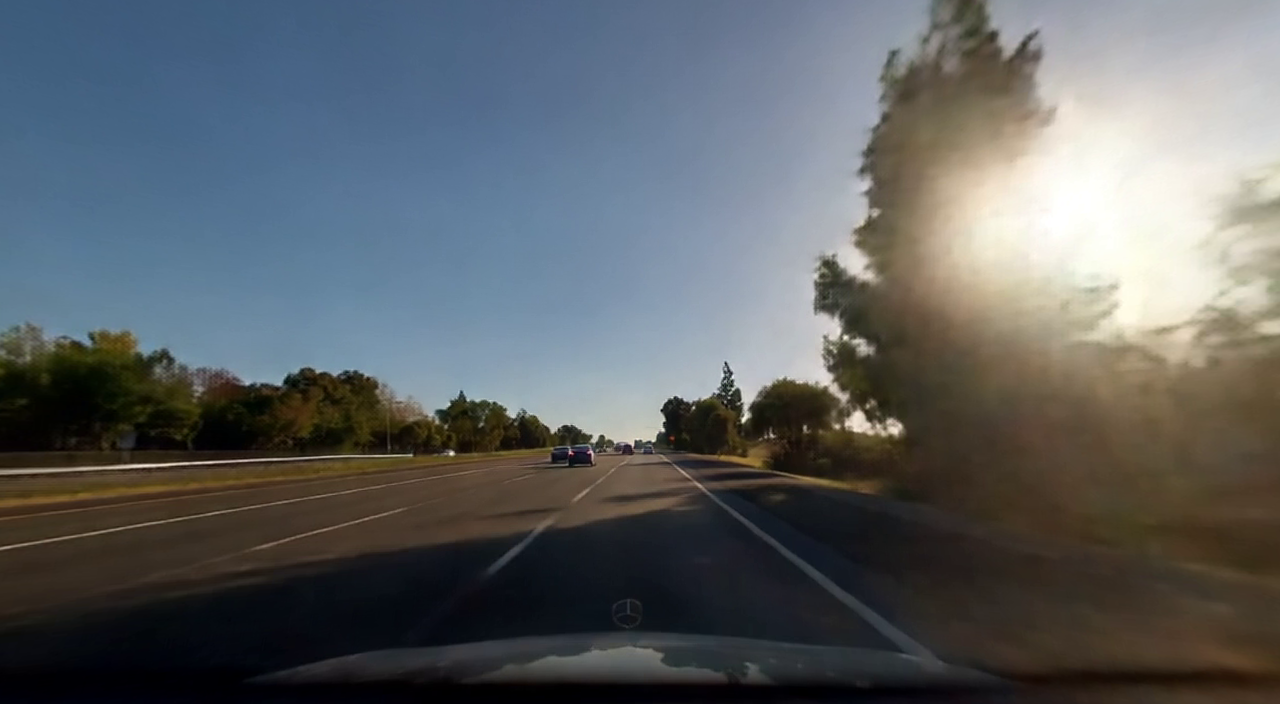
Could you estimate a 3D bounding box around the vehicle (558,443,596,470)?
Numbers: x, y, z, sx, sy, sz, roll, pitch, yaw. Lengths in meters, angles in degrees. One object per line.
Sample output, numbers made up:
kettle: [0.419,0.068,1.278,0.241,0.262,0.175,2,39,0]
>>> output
vehicle: [-3.712,6.218,37.705,1.786,1.488,4.023,0,-8,1]
